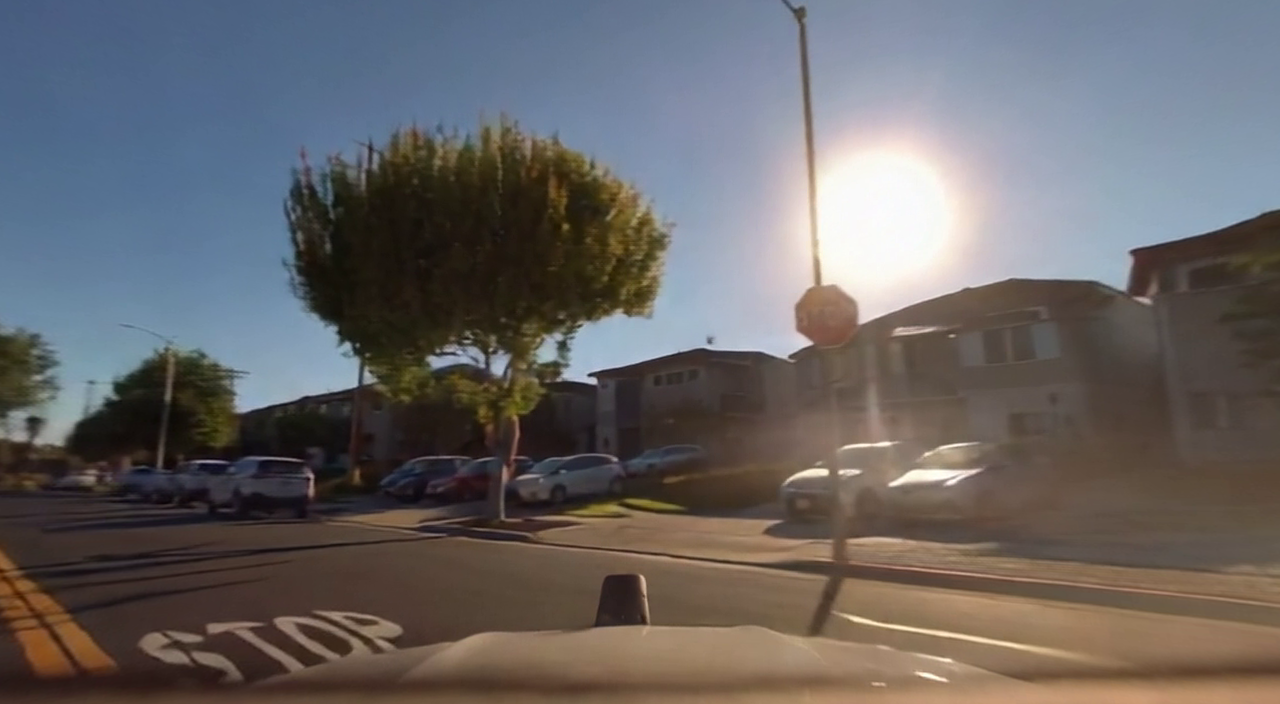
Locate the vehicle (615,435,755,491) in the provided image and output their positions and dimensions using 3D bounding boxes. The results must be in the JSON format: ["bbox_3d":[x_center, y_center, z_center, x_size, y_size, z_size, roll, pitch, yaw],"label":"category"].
[{"bbox_3d":[2.713,7.151,41.061,9.384,3.230,2.928,-8,-12,43],"label":"vehicle"}]

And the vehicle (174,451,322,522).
[{"bbox_3d":[-12.945,4.244,20.557,5.853,1.974,2.292,-8,-12,40],"label":"vehicle"}]

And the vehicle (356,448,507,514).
[{"bbox_3d":[-7.723,4.556,22.898,6.027,1.893,2.282,-6,-9,39],"label":"vehicle"}]

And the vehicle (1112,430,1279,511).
[{"bbox_3d":[16.110,3.066,16.555,5.798,1.920,2.267,1,-9,-8],"label":"vehicle"}]

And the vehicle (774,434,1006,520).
[{"bbox_3d":[5.906,2.938,15.275,4.778,1.753,1.959,-8,-12,41],"label":"vehicle"}]
